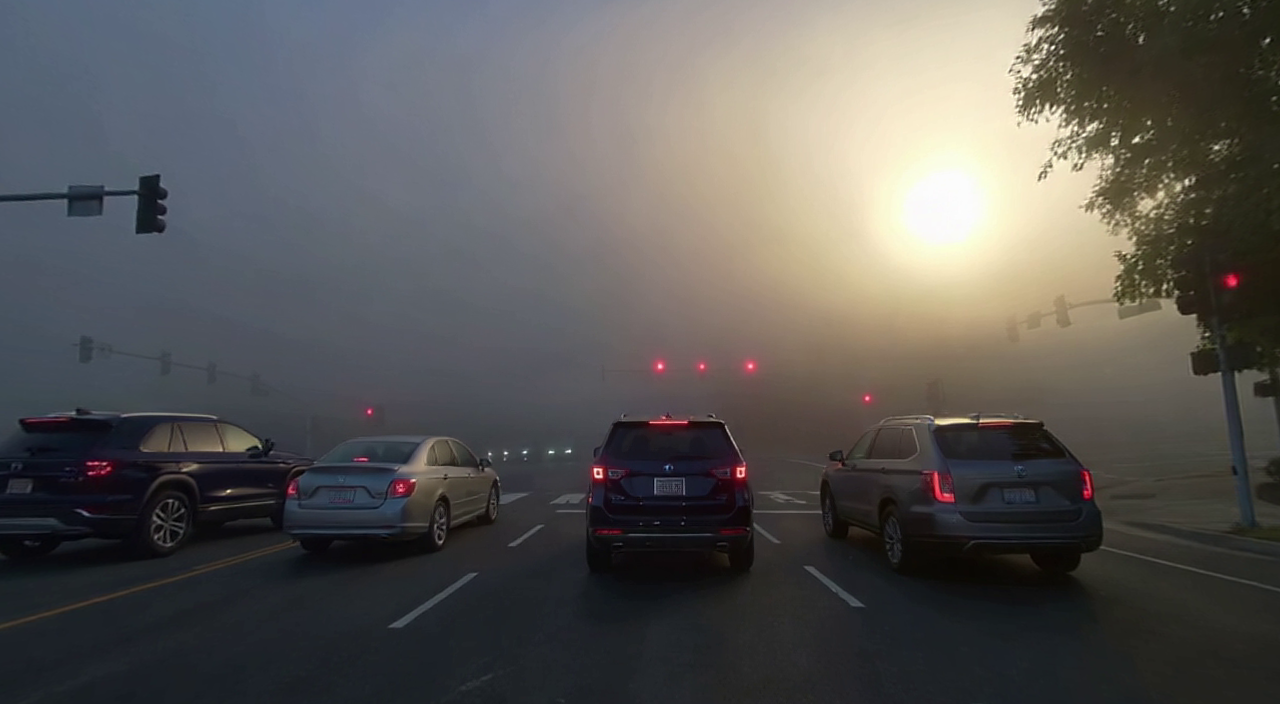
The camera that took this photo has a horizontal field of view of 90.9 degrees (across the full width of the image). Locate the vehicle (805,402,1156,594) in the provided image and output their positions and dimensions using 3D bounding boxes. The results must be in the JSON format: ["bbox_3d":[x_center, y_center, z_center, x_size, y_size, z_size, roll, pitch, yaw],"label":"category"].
[{"bbox_3d":[3.527,1.587,7.738,2.047,1.638,4.395,-1,-8,4],"label":"vehicle"}]

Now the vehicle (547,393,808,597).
[{"bbox_3d":[0.392,1.519,7.496,2.198,1.708,4.170,0,-8,2],"label":"vehicle"}]

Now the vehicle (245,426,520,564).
[{"bbox_3d":[-3.240,1.884,9.104,1.885,1.475,4.359,-1,-8,4],"label":"vehicle"}]

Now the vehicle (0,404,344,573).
[{"bbox_3d":[-6.626,1.823,9.245,2.075,1.796,4.785,0,-8,2],"label":"vehicle"}]
